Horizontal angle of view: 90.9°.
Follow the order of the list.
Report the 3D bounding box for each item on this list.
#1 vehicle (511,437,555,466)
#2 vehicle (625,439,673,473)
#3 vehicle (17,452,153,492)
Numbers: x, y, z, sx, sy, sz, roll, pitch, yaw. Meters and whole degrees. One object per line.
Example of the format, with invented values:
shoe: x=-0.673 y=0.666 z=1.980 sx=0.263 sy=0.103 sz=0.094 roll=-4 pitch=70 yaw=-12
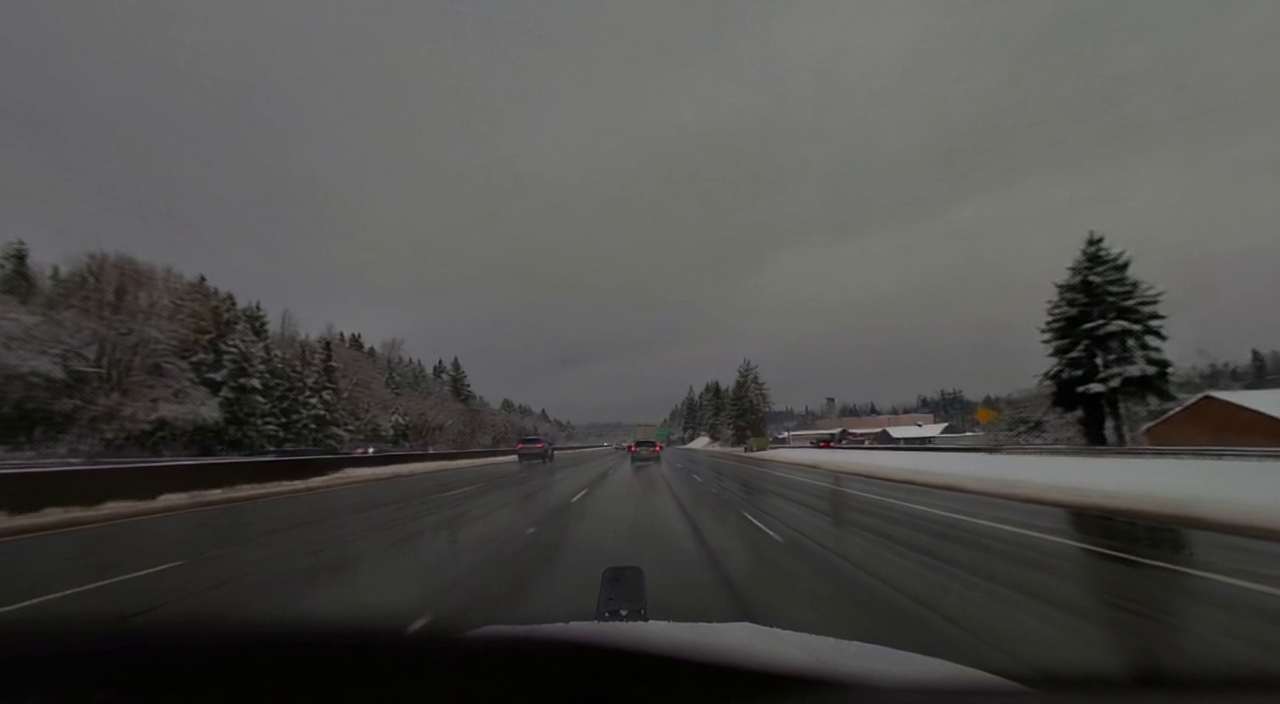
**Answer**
vehicle: x=-7.208 y=6.747 z=42.951 sx=2.093 sy=1.789 sz=4.399 roll=0 pitch=-8 yaw=1
vehicle: x=0.398 y=4.947 z=30.115 sx=2.112 sy=1.482 sz=4.082 roll=0 pitch=-8 yaw=0
vehicle: x=-23.277 y=5.025 z=26.722 sx=1.842 sy=1.450 sz=4.301 roll=0 pitch=-8 yaw=0
